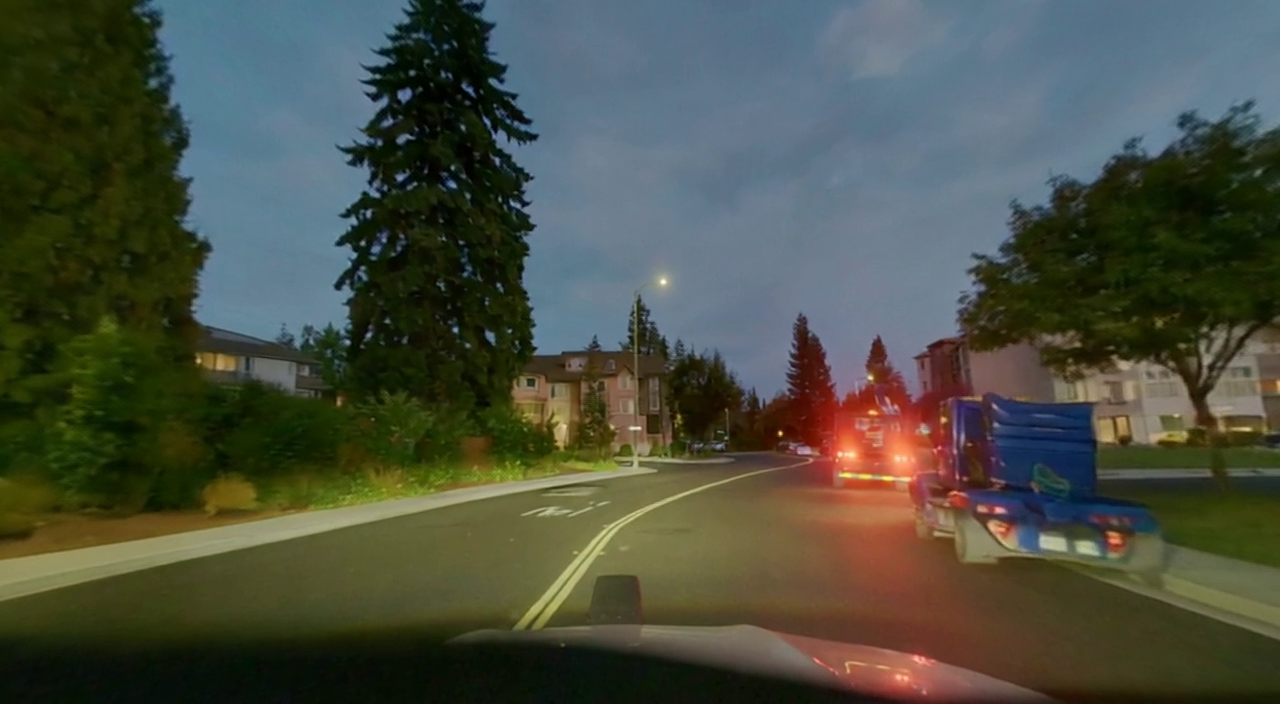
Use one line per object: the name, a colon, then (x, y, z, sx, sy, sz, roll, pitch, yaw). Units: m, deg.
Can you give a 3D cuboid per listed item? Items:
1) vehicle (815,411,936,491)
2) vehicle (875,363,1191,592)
vehicle: (7.495, 3.151, 20.059, 2.874, 2.021, 7.293, -4, -10, 21)
vehicle: (4.480, 1.464, 7.897, 2.043, 2.250, 3.024, -1, -9, 5)
